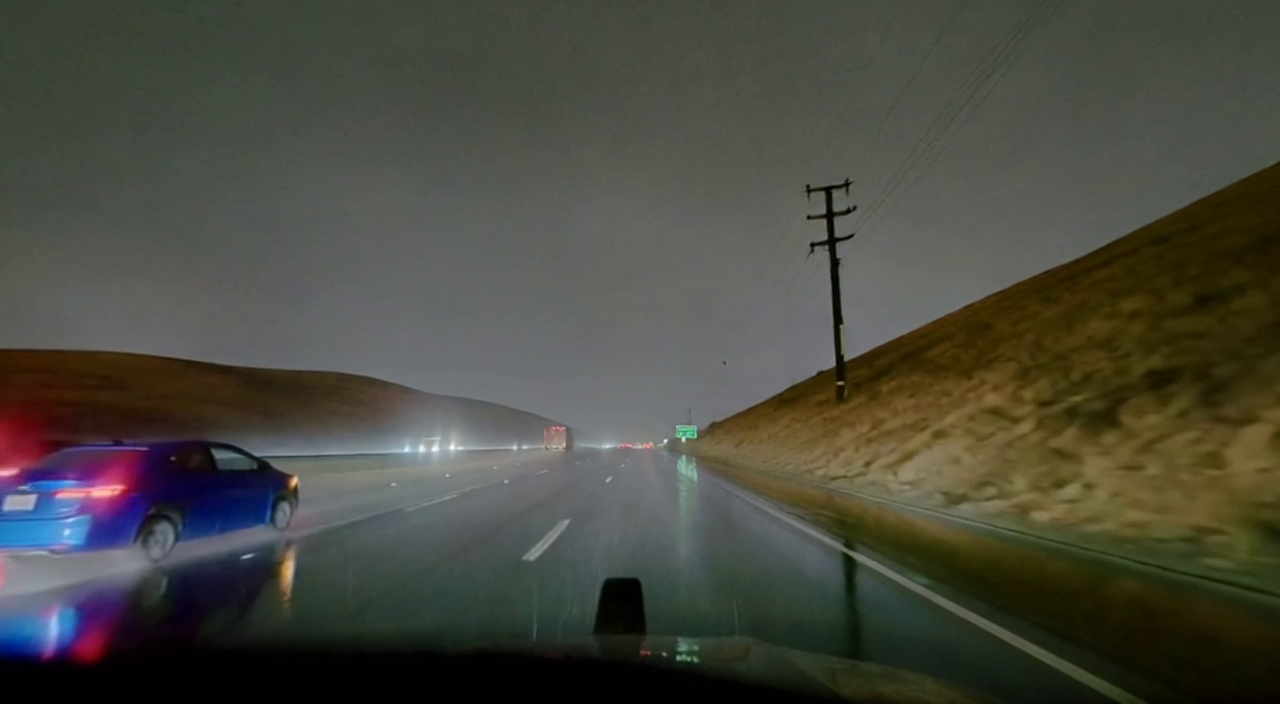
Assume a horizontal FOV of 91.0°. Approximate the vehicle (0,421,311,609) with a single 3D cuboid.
[{"bbox_3d":[-5.982,1.606,7.149,1.955,1.469,4.554,0,-8,1],"label":"vehicle"}]
